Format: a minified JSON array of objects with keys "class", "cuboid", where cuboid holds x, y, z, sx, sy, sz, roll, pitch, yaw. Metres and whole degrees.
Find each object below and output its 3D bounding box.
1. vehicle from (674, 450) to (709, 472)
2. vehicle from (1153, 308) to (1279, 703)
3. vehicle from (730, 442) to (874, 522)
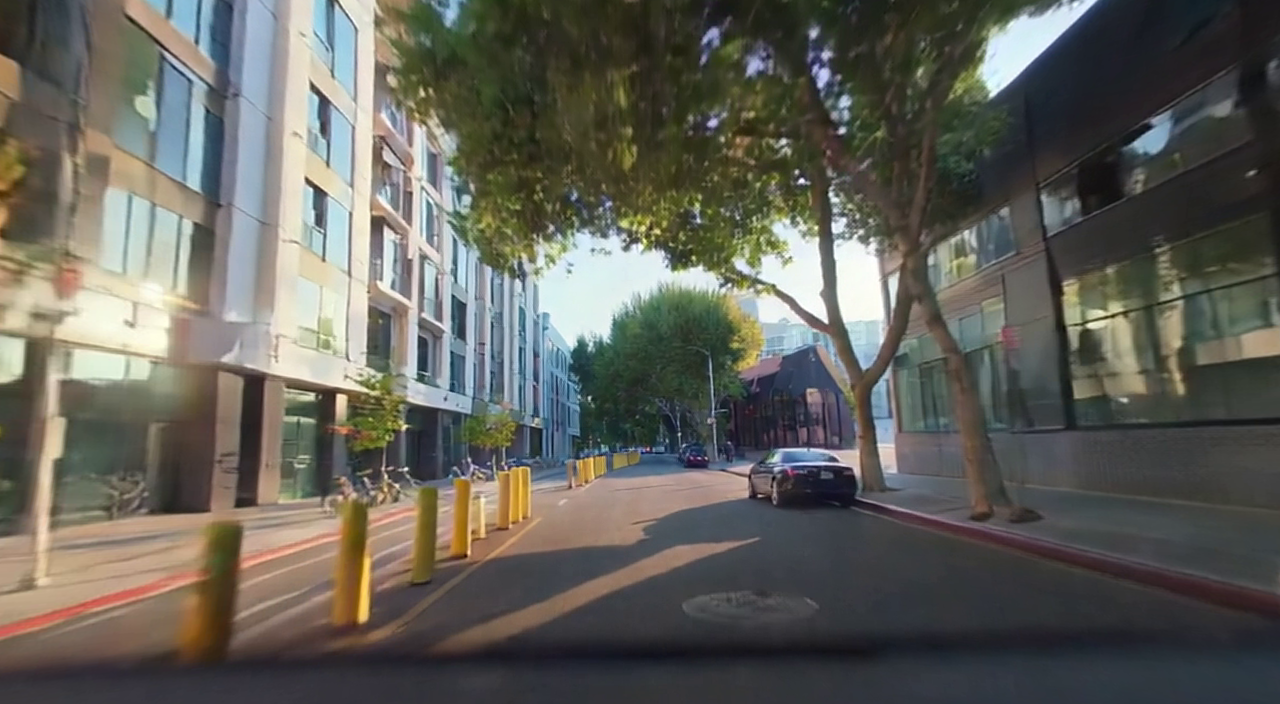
[{"class":"vehicle","cuboid":[3.629,7.723,44.959,2.020,1.448,4.220,-1,-9,-1]},{"class":"vehicle","cuboid":[3.729,0.466,0.712,2.180,1.869,4.736,-1,-9,-1]},{"class":"vehicle","cuboid":[3.389,2.819,14.341,1.963,1.445,4.948,-1,-9,0]}]
